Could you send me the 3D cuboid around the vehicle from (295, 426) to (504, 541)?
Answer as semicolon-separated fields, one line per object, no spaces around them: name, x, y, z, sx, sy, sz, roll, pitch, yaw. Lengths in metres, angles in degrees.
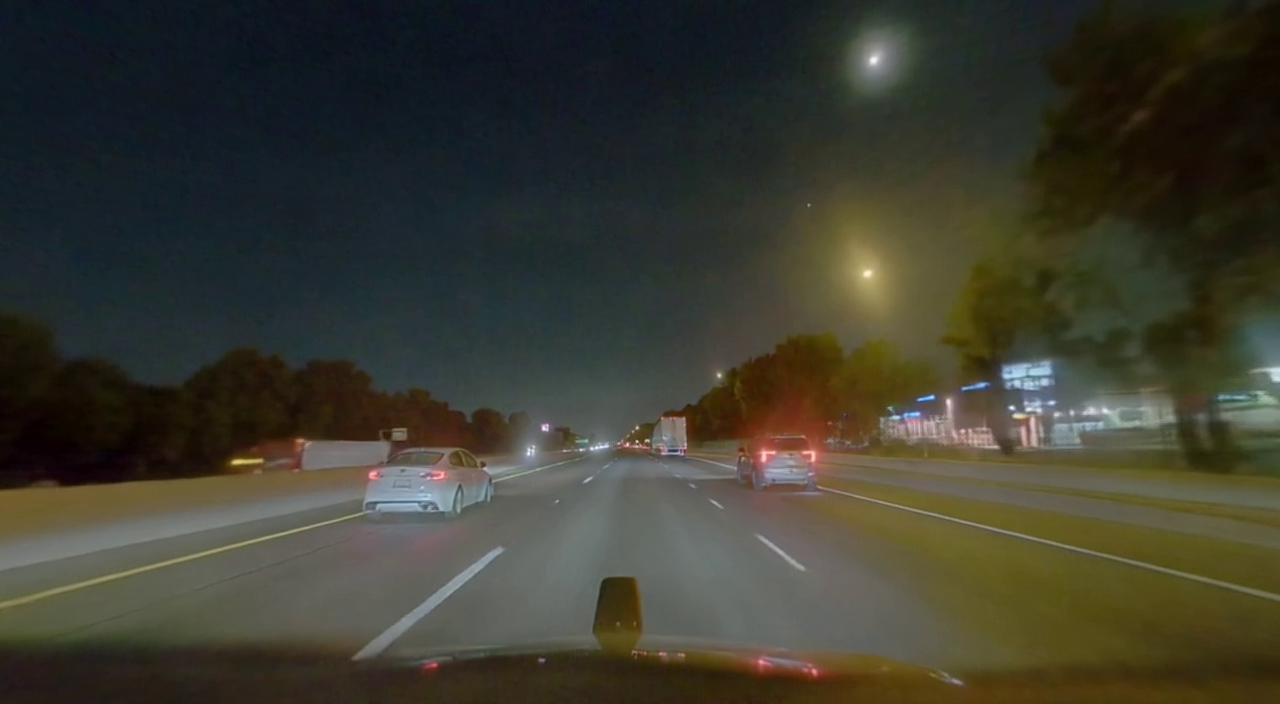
vehicle;-3.947;2.223;11.418;1.903;1.607;4.770;0;-8;0

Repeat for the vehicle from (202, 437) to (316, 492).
vehicle;-29.341;8.653;49.349;3.144;3.826;9.102;0;-8;0

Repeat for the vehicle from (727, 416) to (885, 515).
vehicle;3.287;2.365;13.636;2.065;1.760;4.488;0;-8;-2
